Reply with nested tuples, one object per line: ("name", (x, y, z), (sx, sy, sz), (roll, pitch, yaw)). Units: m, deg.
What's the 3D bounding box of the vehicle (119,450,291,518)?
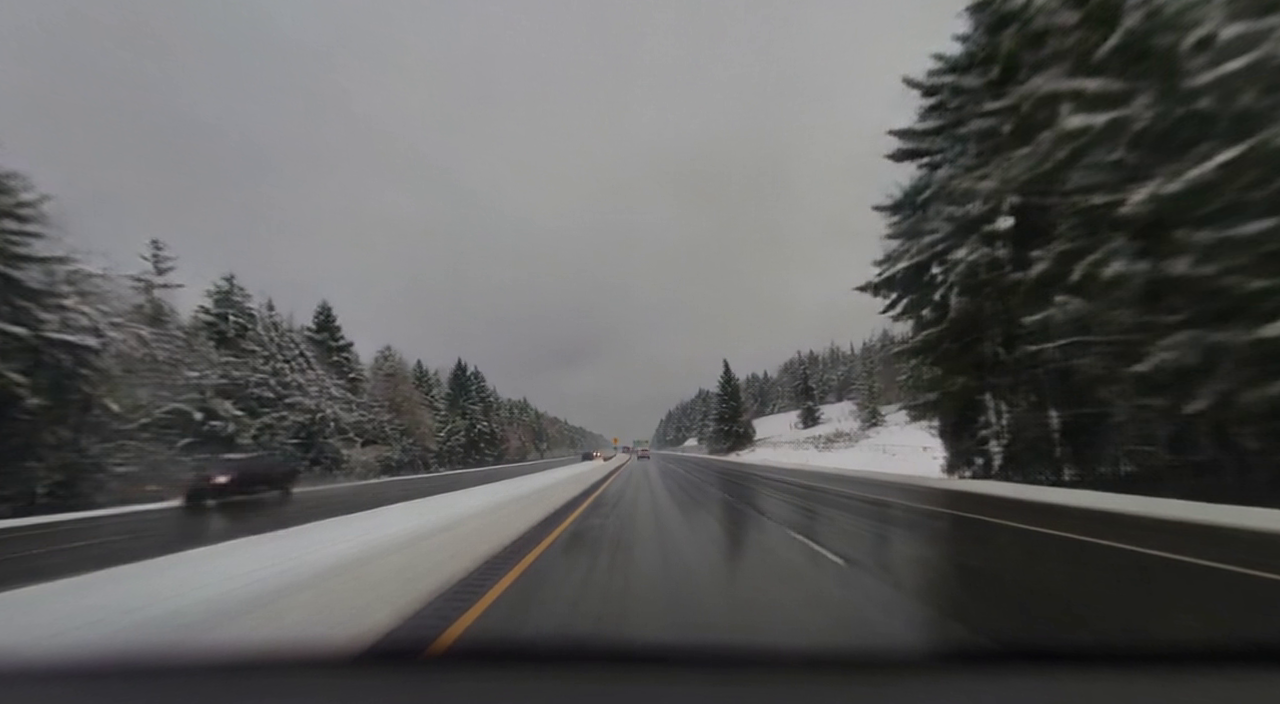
("vehicle", (-14.005, 4.222, 20.810), (2.127, 1.936, 4.888), (0, -9, 0))
